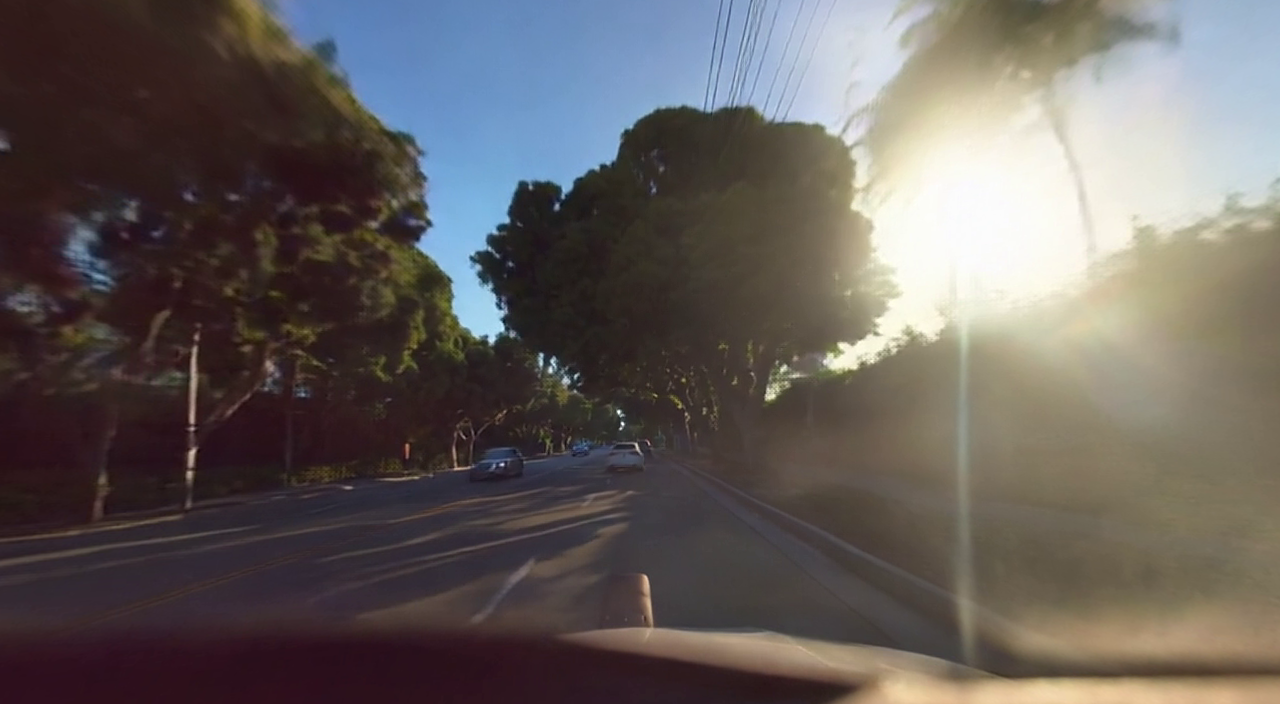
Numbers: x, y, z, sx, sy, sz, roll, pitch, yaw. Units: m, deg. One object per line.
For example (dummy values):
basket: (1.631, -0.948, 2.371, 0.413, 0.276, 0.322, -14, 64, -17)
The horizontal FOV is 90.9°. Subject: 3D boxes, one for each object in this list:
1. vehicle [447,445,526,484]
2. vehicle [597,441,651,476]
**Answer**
vehicle: (-6.373, 4.703, 26.753, 2.142, 1.436, 4.612, -2, -9, 1)
vehicle: (-0.643, 4.832, 28.920, 2.153, 1.461, 4.374, -1, -9, 3)
